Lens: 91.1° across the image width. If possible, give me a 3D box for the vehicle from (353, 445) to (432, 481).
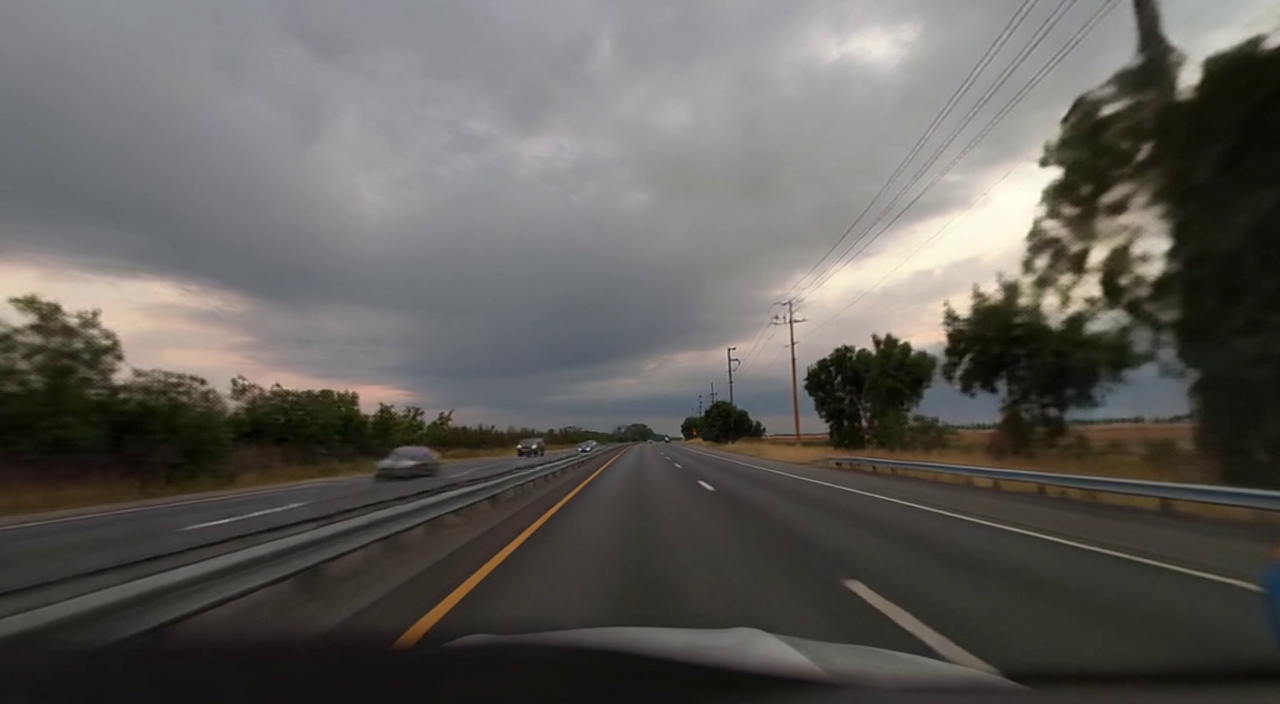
[{"bbox_3d":[-11.061,4.960,28.354,1.899,1.437,4.094,0,-8,0],"label":"vehicle"}]
